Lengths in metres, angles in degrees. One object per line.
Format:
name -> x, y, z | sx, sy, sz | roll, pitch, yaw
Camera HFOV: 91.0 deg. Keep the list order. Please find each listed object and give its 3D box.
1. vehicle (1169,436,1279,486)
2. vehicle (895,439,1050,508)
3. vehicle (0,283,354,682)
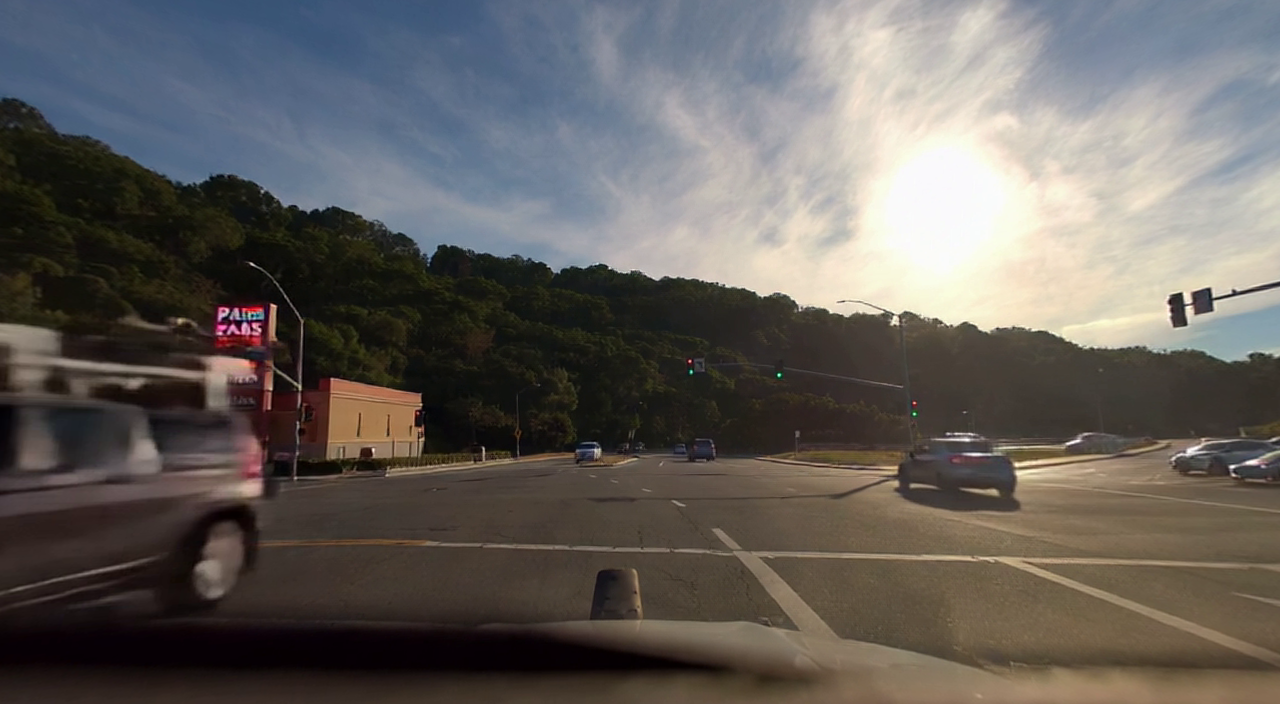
vehicle -> 25.064, 4.466, 26.042 | 4.546, 1.944, 2.051 | 1, -9, -5
vehicle -> 9.850, 3.587, 19.135 | 2.273, 1.839, 4.218 | 0, -8, -2
vehicle -> -4.927, 0.984, 5.146 | 2.318, 2.325, 5.910 | 0, -8, 0
